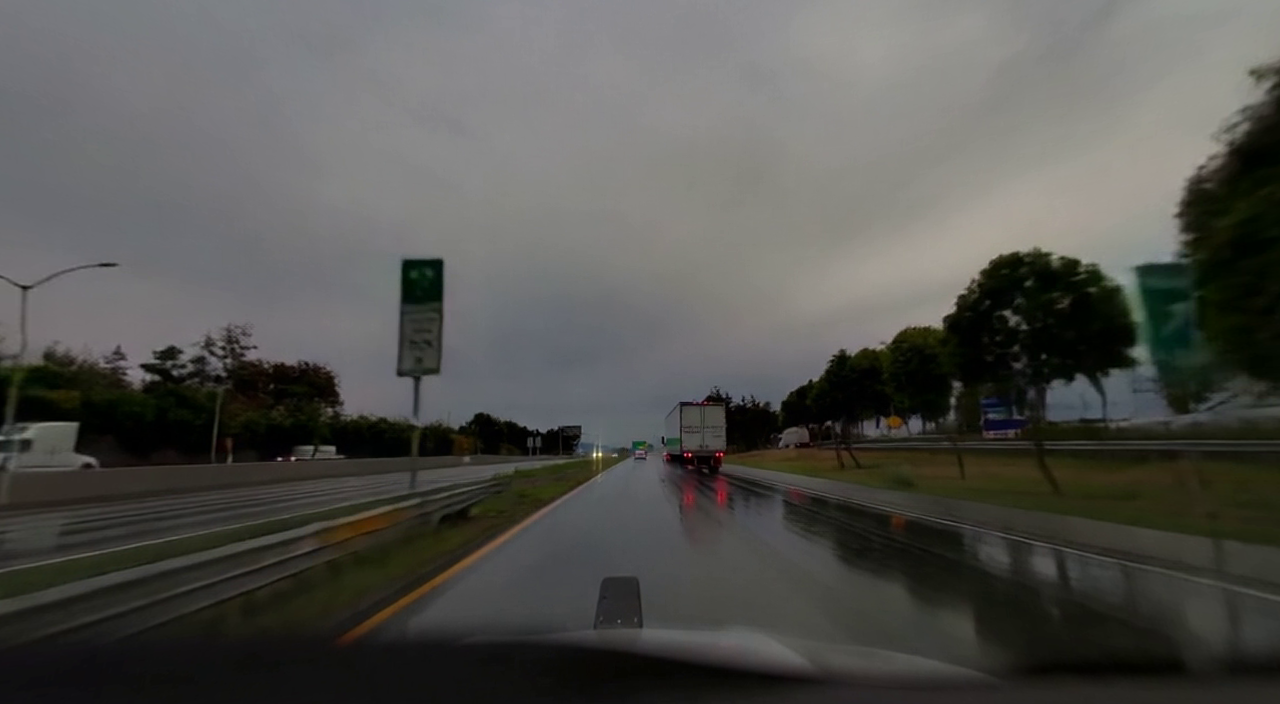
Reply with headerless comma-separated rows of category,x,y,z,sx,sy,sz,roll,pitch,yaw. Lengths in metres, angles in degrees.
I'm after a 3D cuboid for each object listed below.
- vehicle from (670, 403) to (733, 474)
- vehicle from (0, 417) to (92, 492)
vehicle,3.946,6.110,43.779,3.185,4.154,12.638,0,-9,0
vehicle,-28.416,4.693,28.589,2.809,2.981,7.530,3,-10,-23
